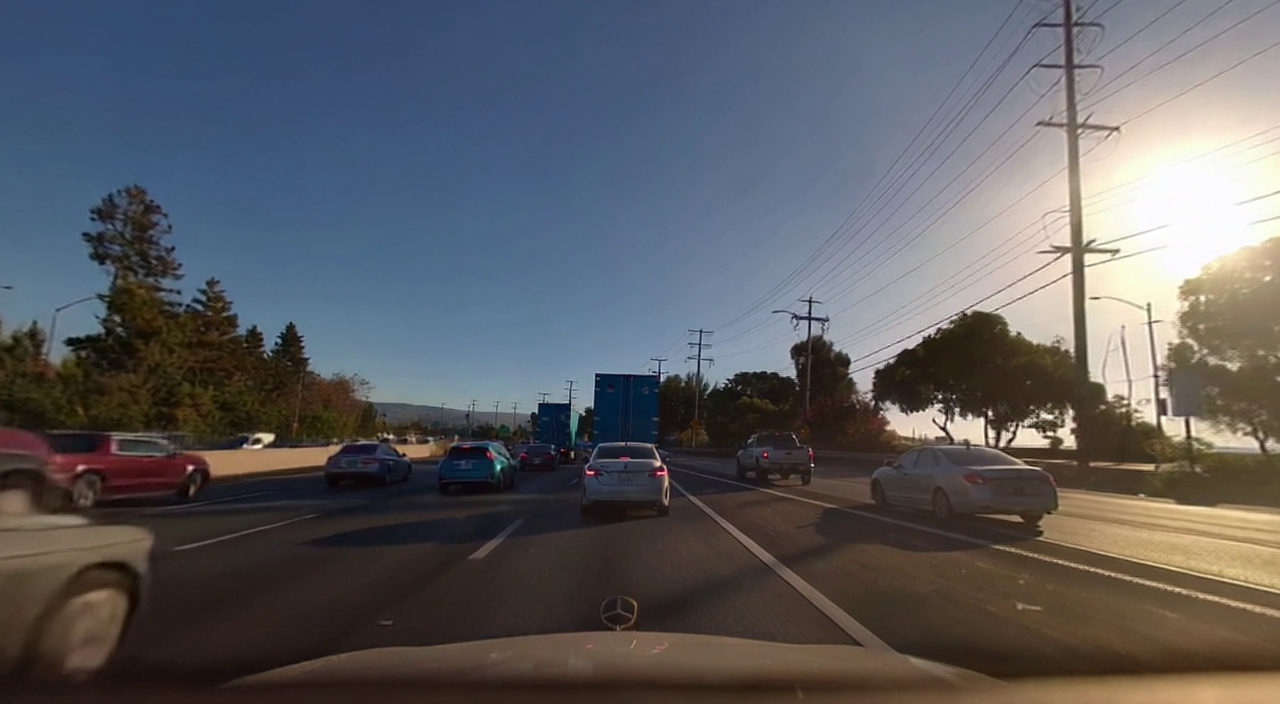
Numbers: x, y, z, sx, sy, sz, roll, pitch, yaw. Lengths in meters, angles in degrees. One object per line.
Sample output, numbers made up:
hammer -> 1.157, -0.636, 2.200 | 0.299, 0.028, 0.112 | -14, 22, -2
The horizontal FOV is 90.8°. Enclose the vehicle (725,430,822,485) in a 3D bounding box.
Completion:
vehicle -> 4.354, 3.524, 21.313 | 2.023, 1.676, 4.002 | 1, -9, -5

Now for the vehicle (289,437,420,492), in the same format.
vehicle -> -8.575, 3.415, 19.568 | 1.988, 1.472, 4.852 | 0, -9, -3

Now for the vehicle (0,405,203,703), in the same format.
vehicle -> -3.716, 0.758, 1.251 | 2.235, 1.472, 4.860 | 0, -9, 0

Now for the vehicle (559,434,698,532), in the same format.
vehicle -> -0.288, 2.304, 11.671 | 2.112, 1.463, 4.012 | 0, -9, -3

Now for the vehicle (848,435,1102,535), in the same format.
vehicle -> 5.506, 2.216, 11.160 | 1.878, 1.406, 4.164 | 1, -9, -6

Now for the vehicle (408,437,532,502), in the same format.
vehicle -> -4.279, 3.049, 16.878 | 1.960, 1.450, 5.246 | 0, -9, -1

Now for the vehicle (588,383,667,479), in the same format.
vehicle -> -0.672, 3.531, 27.413 | 2.909, 3.518, 8.262 | 0, -9, -3
